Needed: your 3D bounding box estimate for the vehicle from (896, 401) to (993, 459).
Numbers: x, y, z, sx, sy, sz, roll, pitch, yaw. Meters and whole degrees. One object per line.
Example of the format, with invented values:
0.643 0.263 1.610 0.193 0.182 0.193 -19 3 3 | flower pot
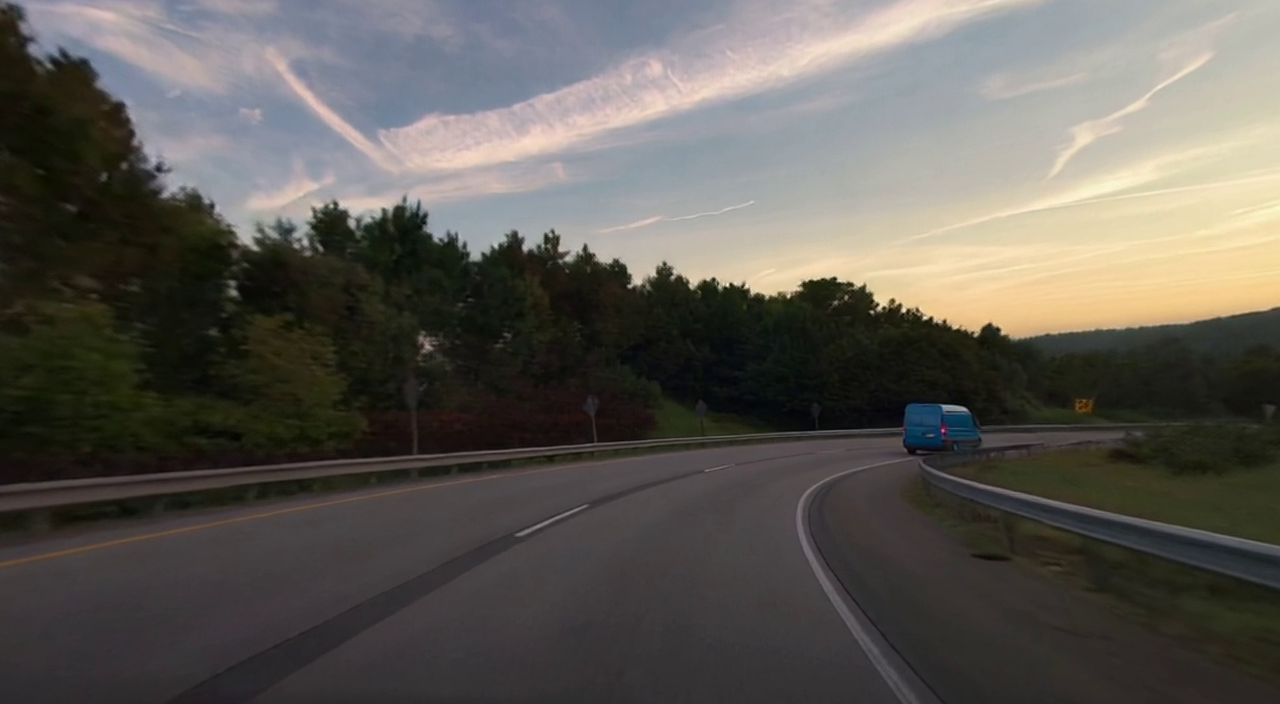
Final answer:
14.937 3.821 30.780 5.330 2.577 2.352 7 -11 -43 | vehicle
